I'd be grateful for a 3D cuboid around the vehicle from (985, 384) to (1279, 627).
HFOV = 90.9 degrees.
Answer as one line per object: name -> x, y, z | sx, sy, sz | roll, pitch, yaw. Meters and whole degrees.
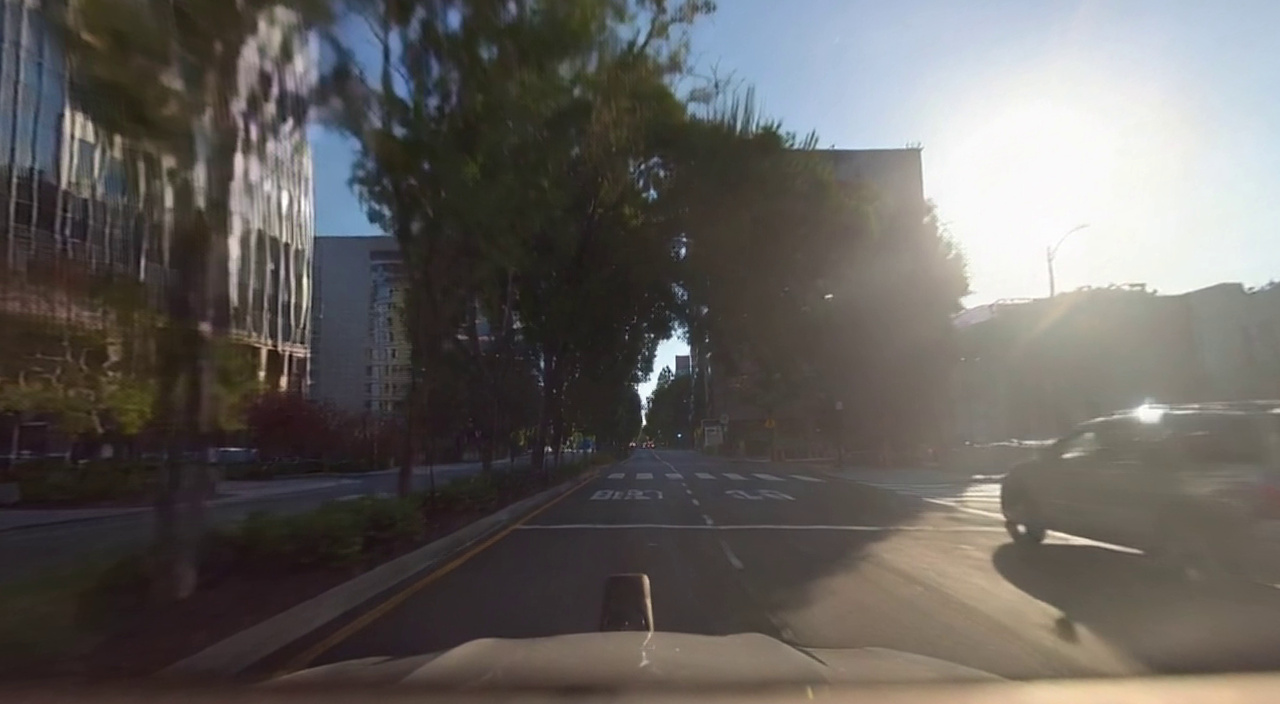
vehicle -> 6.063, 1.447, 6.653 | 2.045, 1.890, 4.876 | 0, -8, 0
